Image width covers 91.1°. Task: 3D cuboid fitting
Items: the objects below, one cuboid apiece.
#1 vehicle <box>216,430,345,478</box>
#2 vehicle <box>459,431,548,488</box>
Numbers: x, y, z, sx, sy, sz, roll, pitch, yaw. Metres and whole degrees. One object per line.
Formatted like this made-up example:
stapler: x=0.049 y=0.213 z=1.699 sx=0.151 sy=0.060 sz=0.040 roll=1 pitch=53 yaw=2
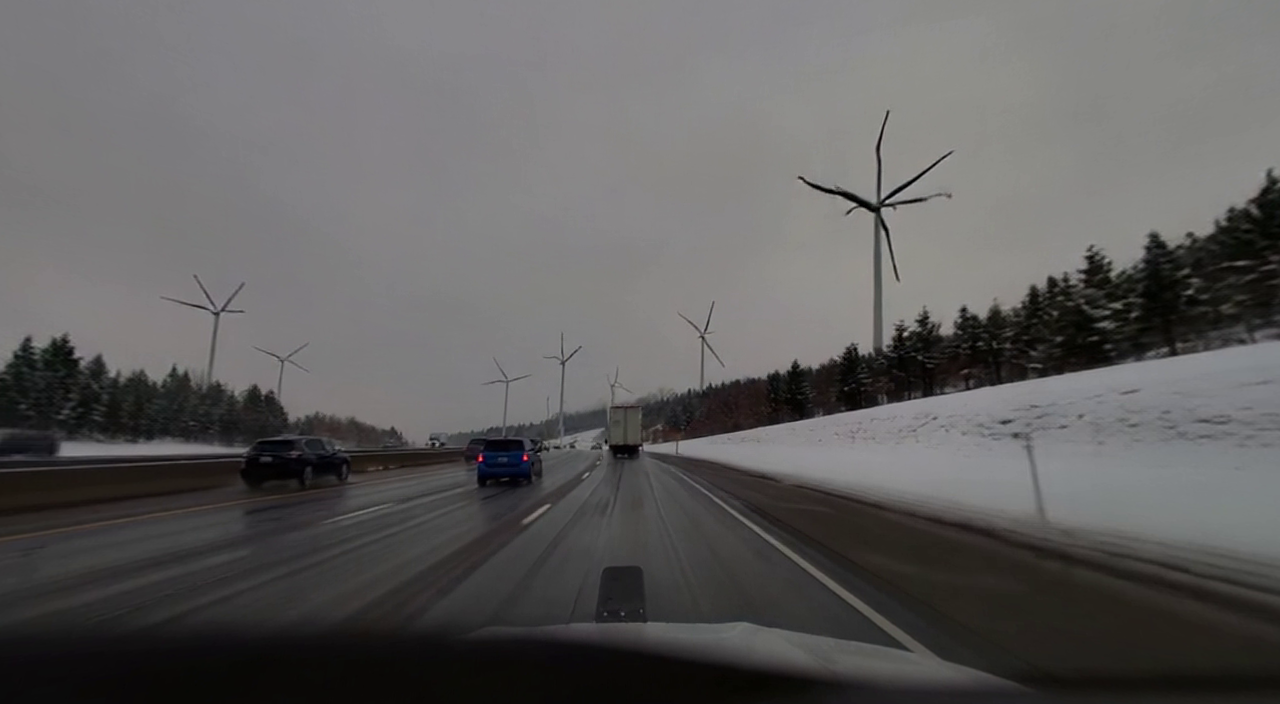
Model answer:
vehicle: x=-15.114 y=4.312 z=26.923 sx=2.285 sy=1.835 sz=5.672 roll=0 pitch=-8 yaw=-1
vehicle: x=-4.352 y=3.479 z=20.657 sx=2.109 sy=1.684 sz=3.783 roll=0 pitch=-8 yaw=-1
